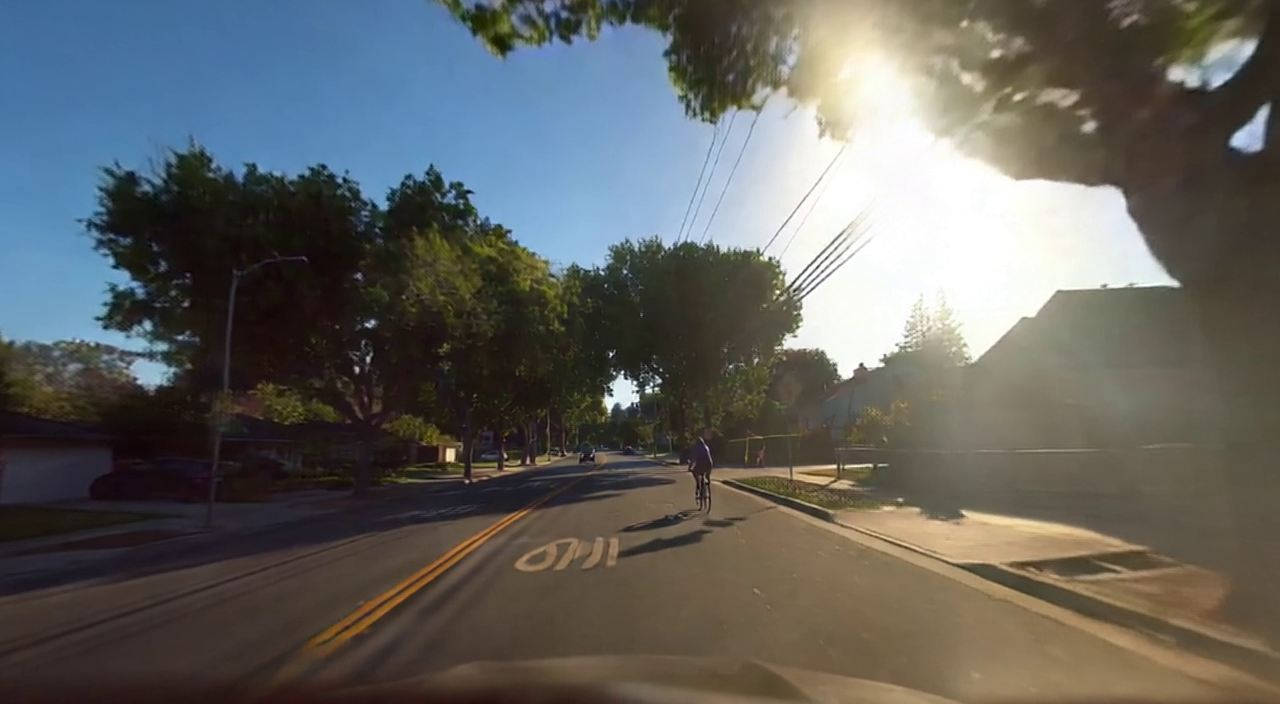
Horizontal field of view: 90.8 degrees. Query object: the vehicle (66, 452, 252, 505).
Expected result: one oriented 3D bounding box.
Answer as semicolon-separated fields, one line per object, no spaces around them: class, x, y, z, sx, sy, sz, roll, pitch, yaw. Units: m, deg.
vehicle;-14.573;3.829;19.332;4.143;1.480;1.755;0;-8;-2
